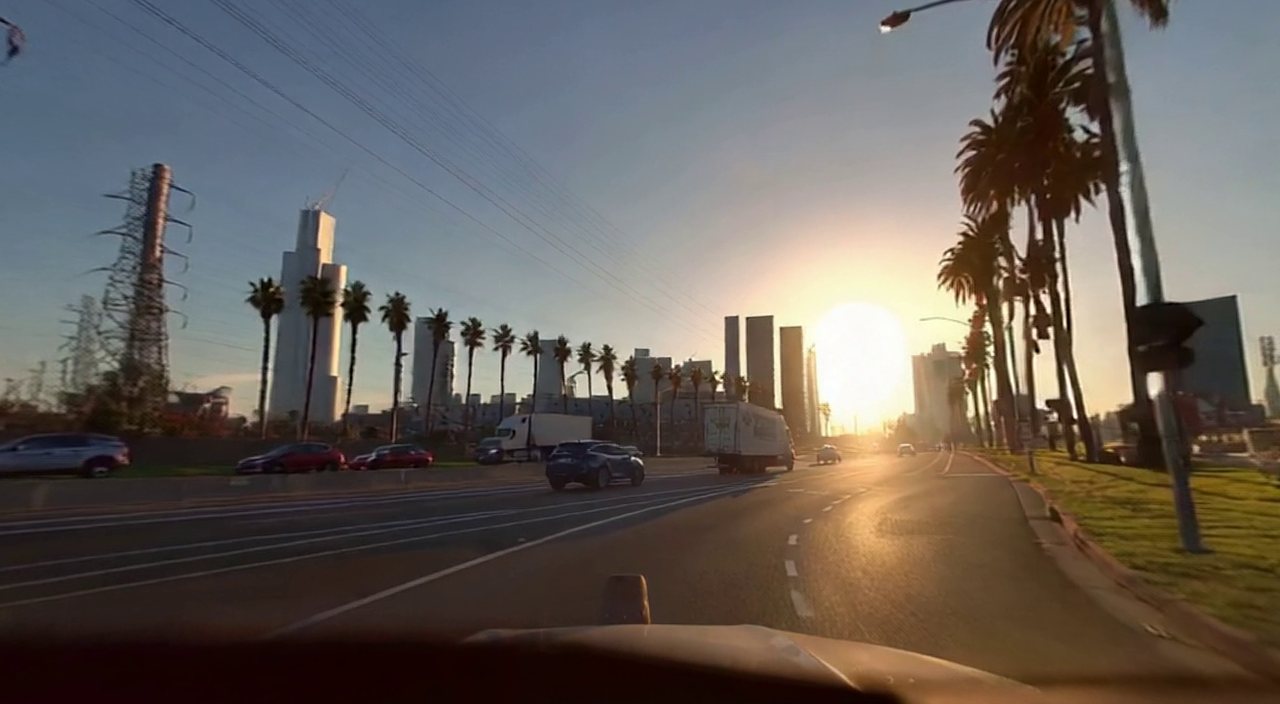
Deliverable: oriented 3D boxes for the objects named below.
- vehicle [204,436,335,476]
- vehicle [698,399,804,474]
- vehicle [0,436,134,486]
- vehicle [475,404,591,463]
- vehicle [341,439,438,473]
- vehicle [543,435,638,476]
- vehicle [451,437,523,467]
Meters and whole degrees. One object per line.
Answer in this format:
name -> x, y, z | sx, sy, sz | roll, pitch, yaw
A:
vehicle -> -15.933, 4.493, 27.384 | 1.847, 1.567, 4.532 | -5, -10, 27
vehicle -> 7.198, 5.279, 38.970 | 2.903, 3.933, 11.567 | -5, -10, 28
vehicle -> -19.258, 3.444, 20.083 | 1.792, 1.451, 4.419 | -5, -10, 28
vehicle -> -7.994, 6.671, 49.731 | 2.907, 3.760, 11.193 | -5, -13, 26
vehicle -> -12.714, 5.378, 32.332 | 1.785, 1.502, 4.457 | -6, -13, 27
vehicle -> -2.459, 5.412, 33.222 | 2.266, 1.950, 5.866 | -4, -9, 26
vehicle -> -9.431, 6.274, 39.208 | 1.833, 1.578, 4.412 | -9, -15, 27
